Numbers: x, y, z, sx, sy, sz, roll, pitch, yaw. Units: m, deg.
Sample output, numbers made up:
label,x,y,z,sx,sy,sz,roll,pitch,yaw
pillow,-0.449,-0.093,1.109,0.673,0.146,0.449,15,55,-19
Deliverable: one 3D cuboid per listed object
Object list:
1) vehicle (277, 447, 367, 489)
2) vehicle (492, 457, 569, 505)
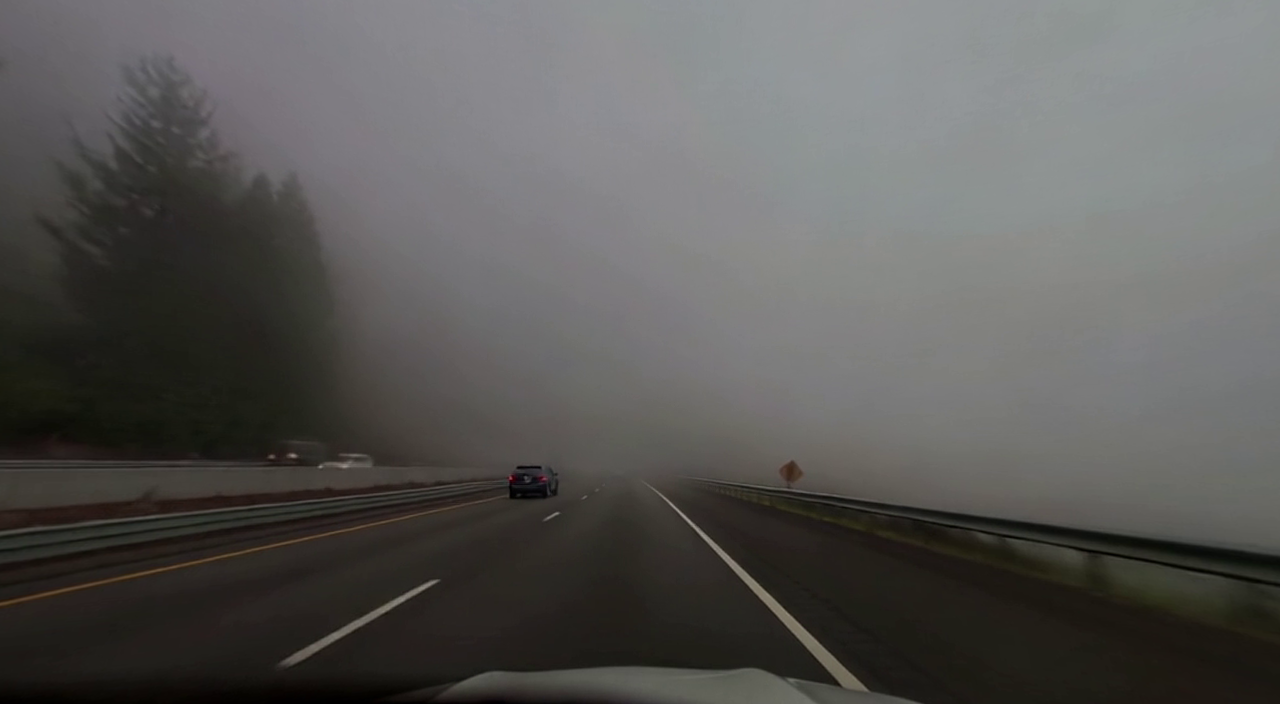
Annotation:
label,x,y,z,sx,sy,sz,roll,pitch,yaw
vehicle,-14.343,5.285,28.710,1.860,1.730,4.322,1,-11,-1
vehicle,-4.363,5.307,26.133,2.286,1.757,5.057,1,-11,0
